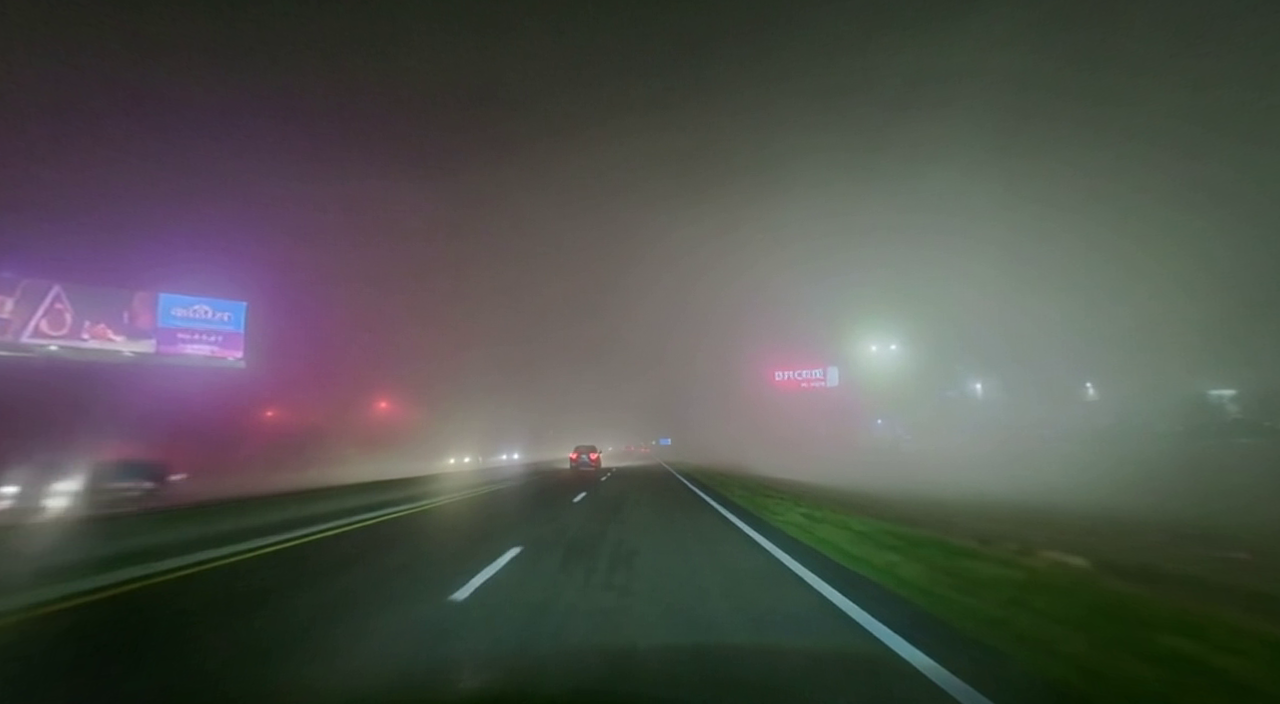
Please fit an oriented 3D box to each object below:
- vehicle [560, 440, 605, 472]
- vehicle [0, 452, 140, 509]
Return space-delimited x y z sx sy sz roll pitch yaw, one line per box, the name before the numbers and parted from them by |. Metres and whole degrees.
vehicle | -3.403 6.287 38.382 2.159 1.793 5.027 -1 -9 1
vehicle | -17.191 3.741 18.732 1.629 1.476 3.605 -1 -9 0
